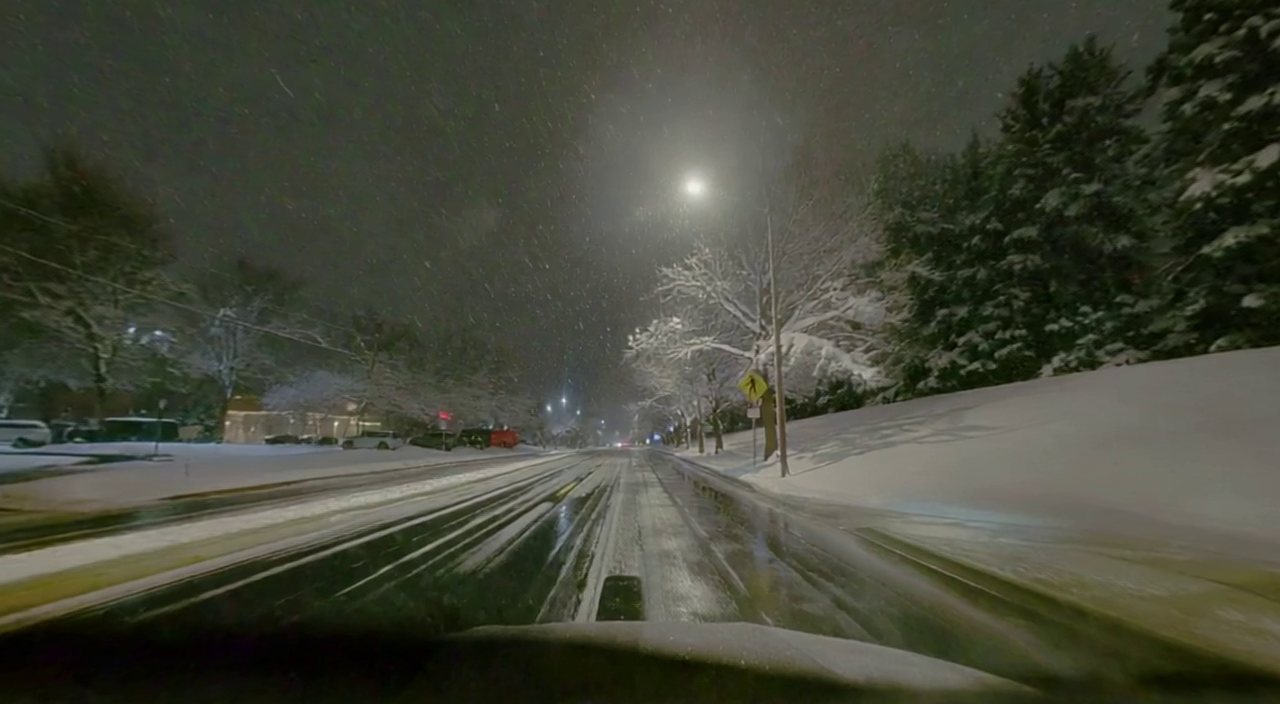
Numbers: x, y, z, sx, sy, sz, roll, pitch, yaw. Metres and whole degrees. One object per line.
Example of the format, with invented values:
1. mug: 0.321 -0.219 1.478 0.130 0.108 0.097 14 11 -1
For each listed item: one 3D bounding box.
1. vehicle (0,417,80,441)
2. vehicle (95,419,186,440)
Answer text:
1. vehicle: -38.288 4.866 39.567 4.706 1.433 1.862 7 -11 -40
2. vehicle: -38.199 5.979 48.403 5.205 1.525 1.769 8 -11 -42
